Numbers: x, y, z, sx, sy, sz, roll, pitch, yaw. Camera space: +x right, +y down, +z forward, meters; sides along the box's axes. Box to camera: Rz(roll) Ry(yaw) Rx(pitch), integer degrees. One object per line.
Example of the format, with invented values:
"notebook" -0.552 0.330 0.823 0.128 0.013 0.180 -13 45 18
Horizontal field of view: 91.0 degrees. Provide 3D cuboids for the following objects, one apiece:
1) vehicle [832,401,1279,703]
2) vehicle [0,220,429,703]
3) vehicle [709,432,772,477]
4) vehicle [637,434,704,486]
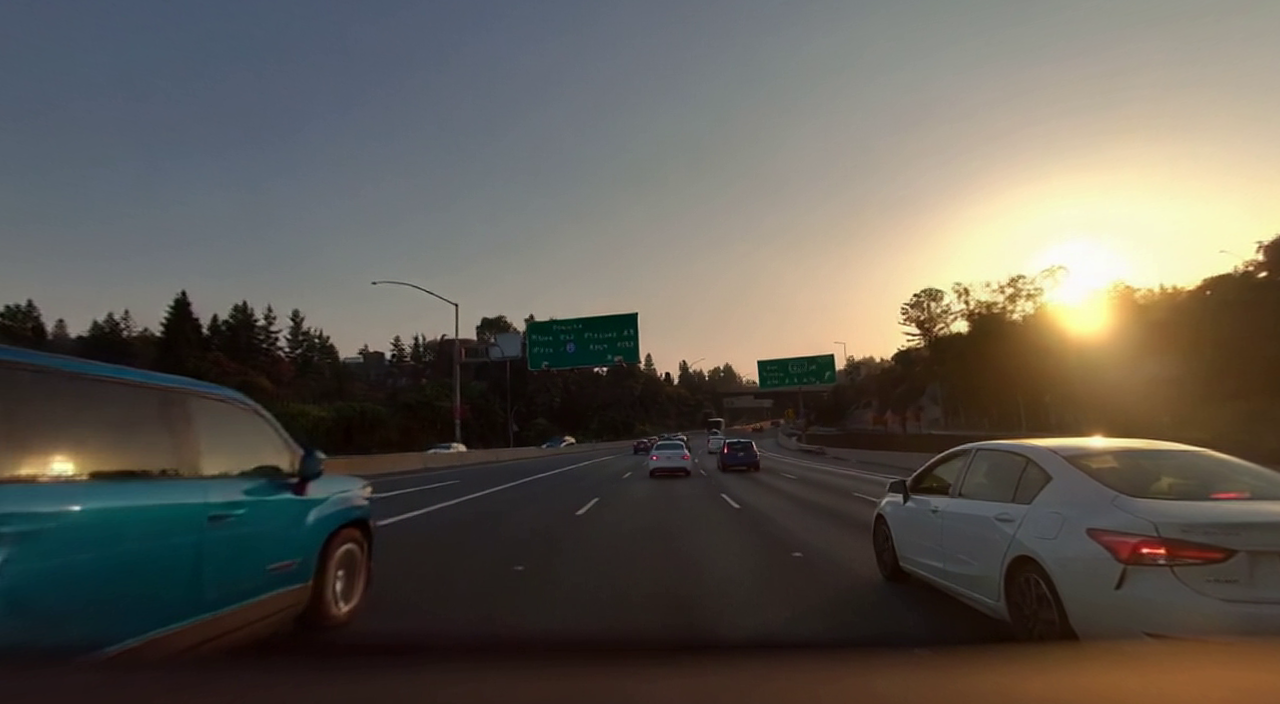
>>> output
"vehicle" 3.123 1.273 4.609 2.009 1.489 4.559 0 -9 0
"vehicle" -3.086 0.745 2.734 2.434 1.965 5.305 0 -9 1
"vehicle" 4.109 4.280 26.399 2.076 1.684 4.241 0 -9 2
"vehicle" 1.023 3.686 21.667 2.074 1.614 3.803 0 -9 2
